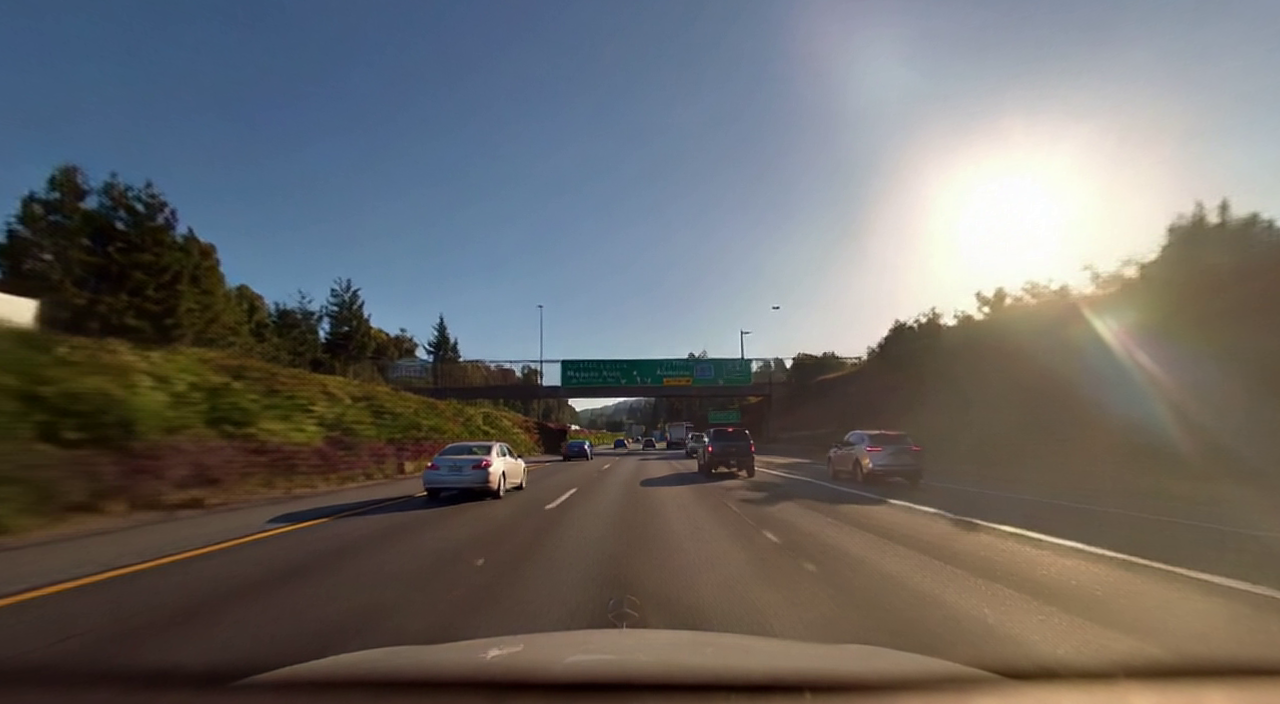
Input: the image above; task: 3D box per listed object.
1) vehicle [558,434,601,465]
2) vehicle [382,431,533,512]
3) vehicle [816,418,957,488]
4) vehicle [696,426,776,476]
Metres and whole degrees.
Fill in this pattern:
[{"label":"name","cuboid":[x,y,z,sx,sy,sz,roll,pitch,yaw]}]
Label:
[{"label":"vehicle","cuboid":[-3.420,5.629,36.497,2.020,1.628,4.248,0,-8,1]},{"label":"vehicle","cuboid":[-3.724,2.507,13.741,1.978,1.473,4.073,0,-8,1]},{"label":"vehicle","cuboid":[7.764,3.275,20.712,2.291,1.968,5.662,0,-8,0]},{"label":"vehicle","cuboid":[4.012,4.292,27.527,2.517,1.935,5.552,0,-8,-1]}]
